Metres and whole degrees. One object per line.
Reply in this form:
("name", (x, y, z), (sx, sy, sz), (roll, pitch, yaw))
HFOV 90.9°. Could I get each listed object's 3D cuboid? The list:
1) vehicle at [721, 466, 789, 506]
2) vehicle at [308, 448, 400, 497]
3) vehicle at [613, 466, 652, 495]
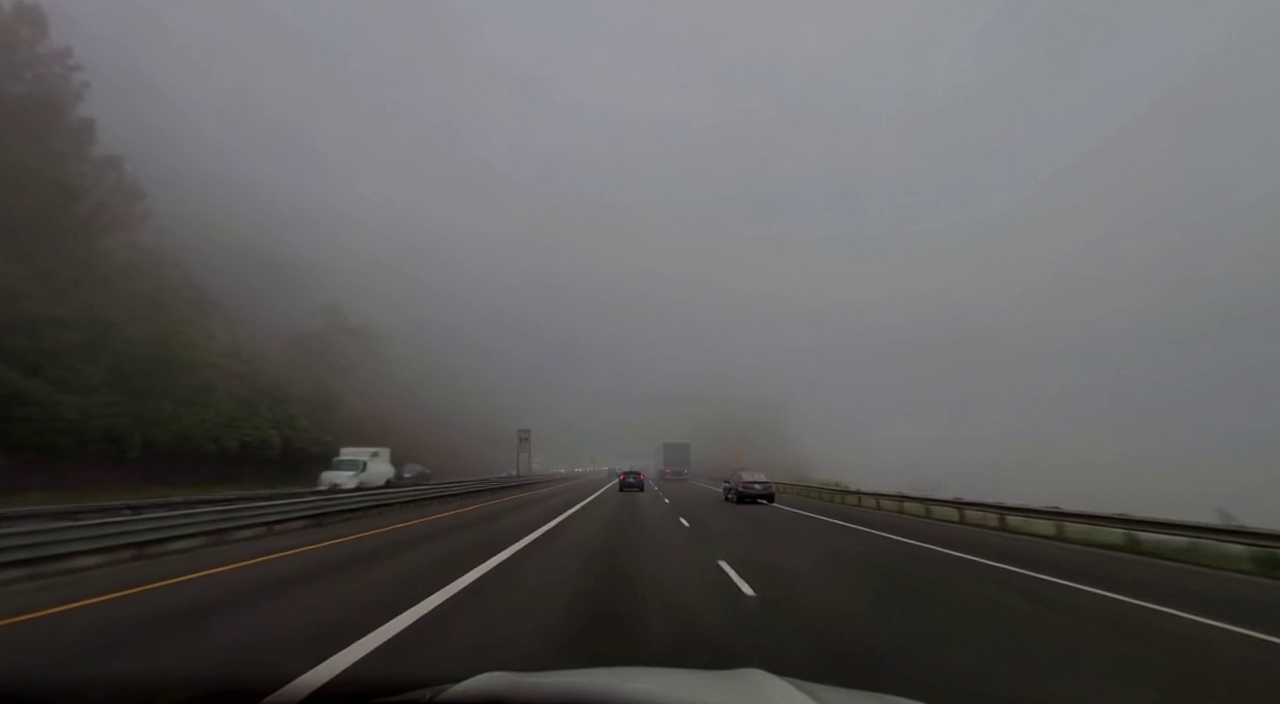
("vehicle", (4.665, 5.494, 26.164), (1.897, 1.476, 4.334), (1, -10, -2))
("vehicle", (-15.747, 6.680, 35.114), (2.326, 2.432, 5.777), (1, -10, 0))
("vehicle", (-0.411, 6.927, 34.150), (2.010, 1.436, 3.973), (1, -10, -1))
